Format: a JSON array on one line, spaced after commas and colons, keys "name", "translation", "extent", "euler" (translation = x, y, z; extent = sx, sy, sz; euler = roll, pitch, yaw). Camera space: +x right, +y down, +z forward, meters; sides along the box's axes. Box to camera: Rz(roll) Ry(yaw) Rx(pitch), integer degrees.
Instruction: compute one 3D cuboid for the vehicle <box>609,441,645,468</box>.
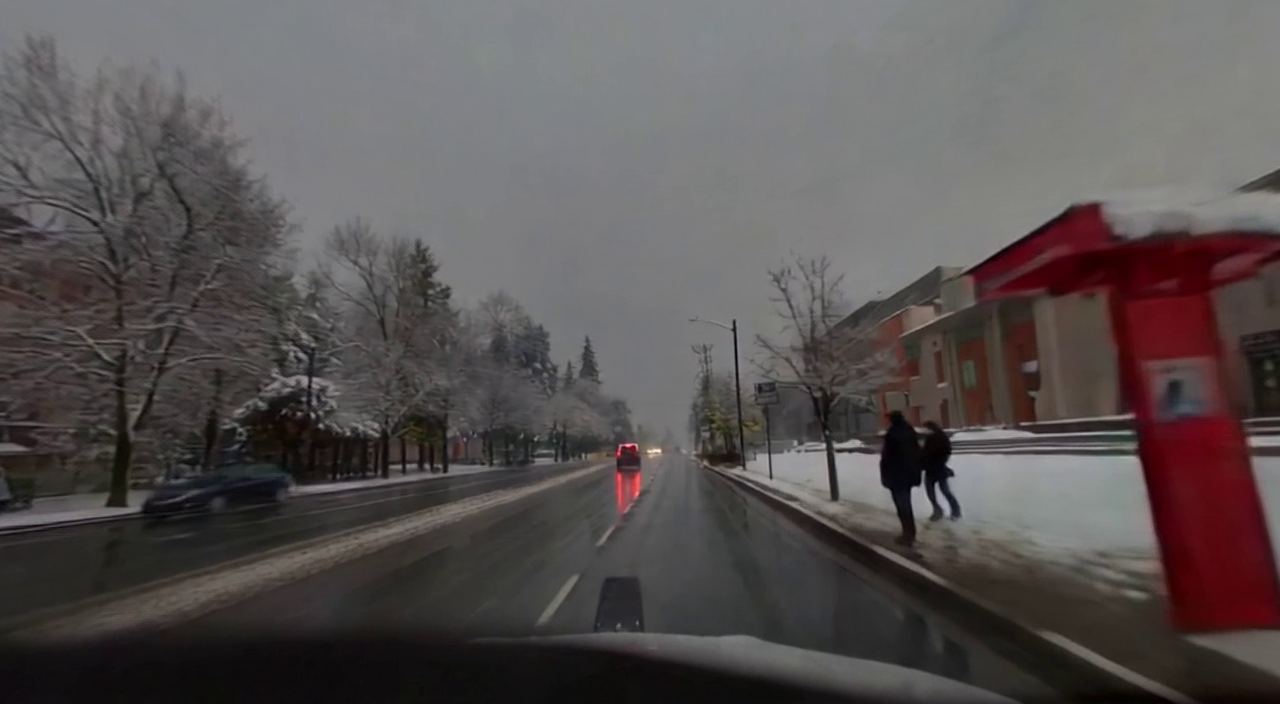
[{"name": "vehicle", "translation": [-0.837, 7.044, 43.614], "extent": [2.101, 1.721, 4.364], "euler": [0, -8, 4]}]
